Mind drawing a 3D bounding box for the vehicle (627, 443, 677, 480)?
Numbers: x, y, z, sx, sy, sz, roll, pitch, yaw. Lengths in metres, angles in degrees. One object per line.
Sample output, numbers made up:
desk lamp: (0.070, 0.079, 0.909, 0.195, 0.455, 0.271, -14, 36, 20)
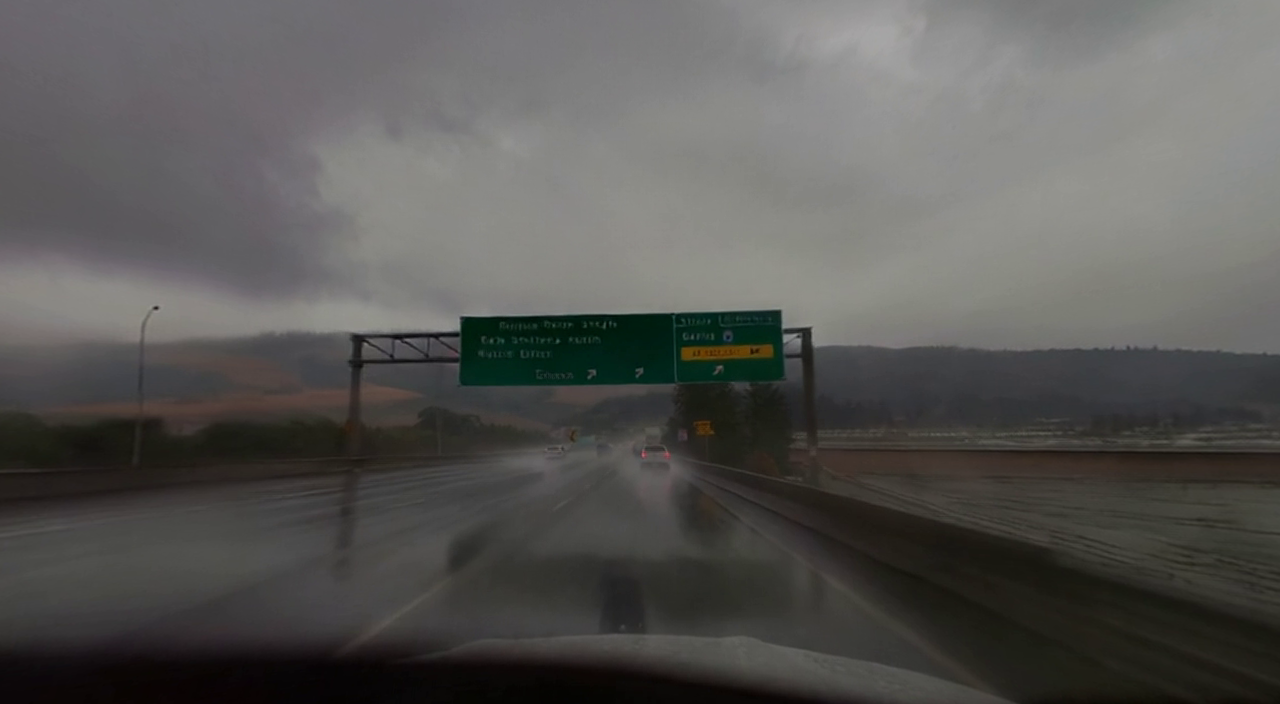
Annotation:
vehicle: (0.476, 4.813, 27.944, 2.019, 1.475, 4.301, 0, -9, 0)
